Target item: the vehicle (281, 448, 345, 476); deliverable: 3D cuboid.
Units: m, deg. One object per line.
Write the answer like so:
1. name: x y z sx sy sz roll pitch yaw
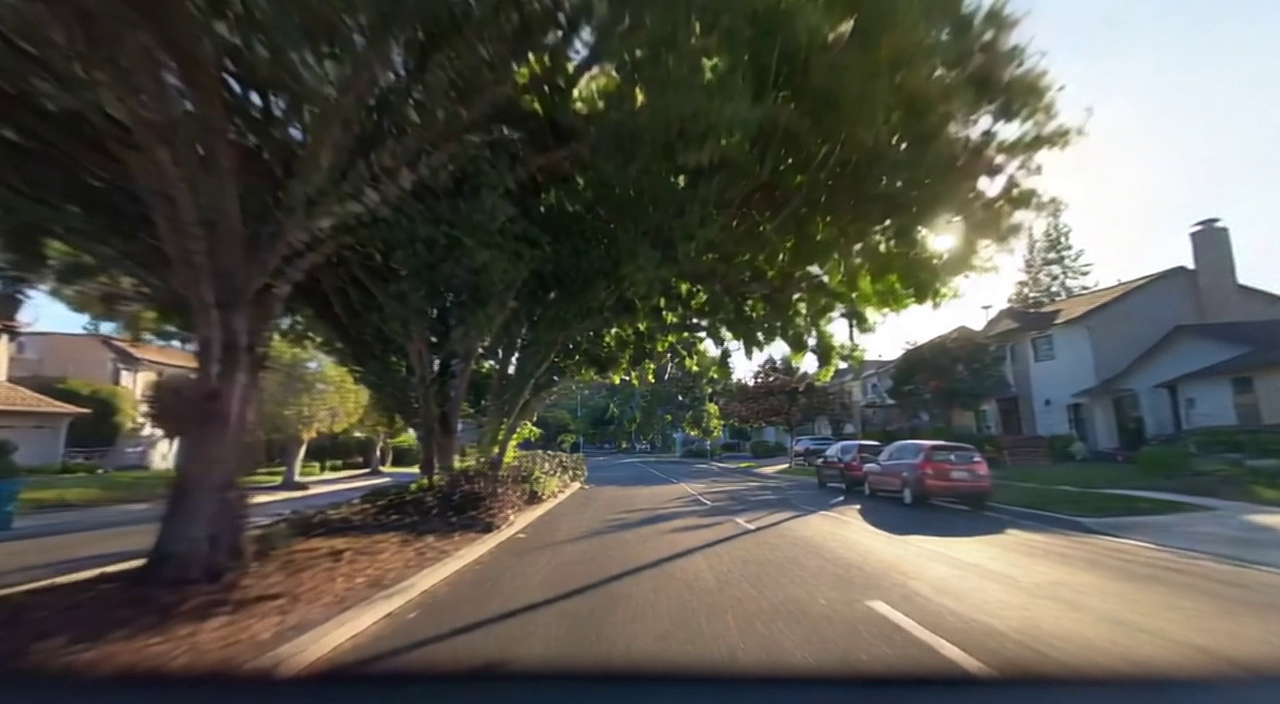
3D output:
1. vehicle: -18.810 6.313 36.598 1.998 1.492 4.660 1 -9 -11

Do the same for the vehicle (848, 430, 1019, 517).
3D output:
1. vehicle: 6.763 2.823 15.255 1.996 1.745 4.556 0 -8 1

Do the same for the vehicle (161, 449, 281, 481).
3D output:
1. vehicle: -20.159 5.430 30.540 4.367 1.466 1.980 0 -8 -2
